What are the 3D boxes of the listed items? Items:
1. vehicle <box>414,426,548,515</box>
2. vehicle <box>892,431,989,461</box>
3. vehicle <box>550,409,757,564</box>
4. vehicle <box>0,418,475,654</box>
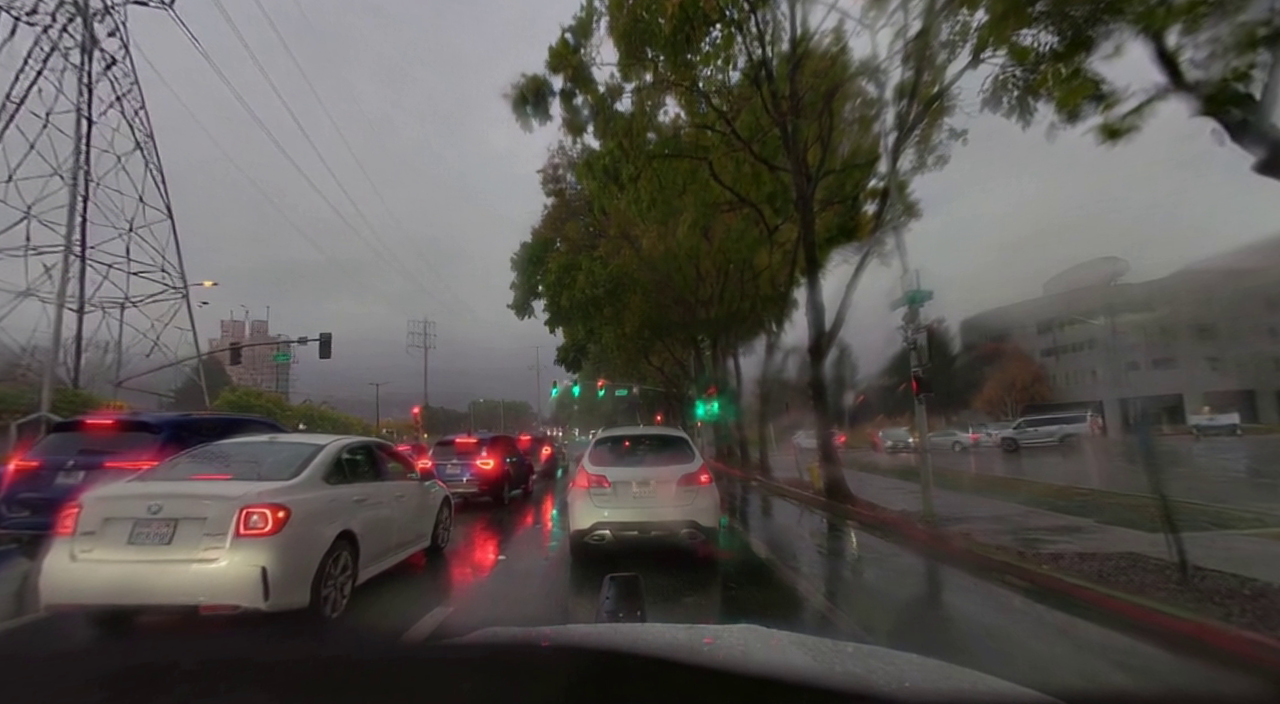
[{"bbox_3d":[-3.258,2.500,13.768,1.997,1.636,3.760,0,-8,-1],"label":"vehicle"},{"bbox_3d":[15.084,4.746,31.833,3.858,1.437,1.899,0,-8,-5],"label":"vehicle"},{"bbox_3d":[0.093,1.767,9.044,2.239,1.661,4.224,0,-8,-2],"label":"vehicle"},{"bbox_3d":[-3.183,1.494,6.301,1.973,1.469,4.448,0,-8,-1],"label":"vehicle"}]
